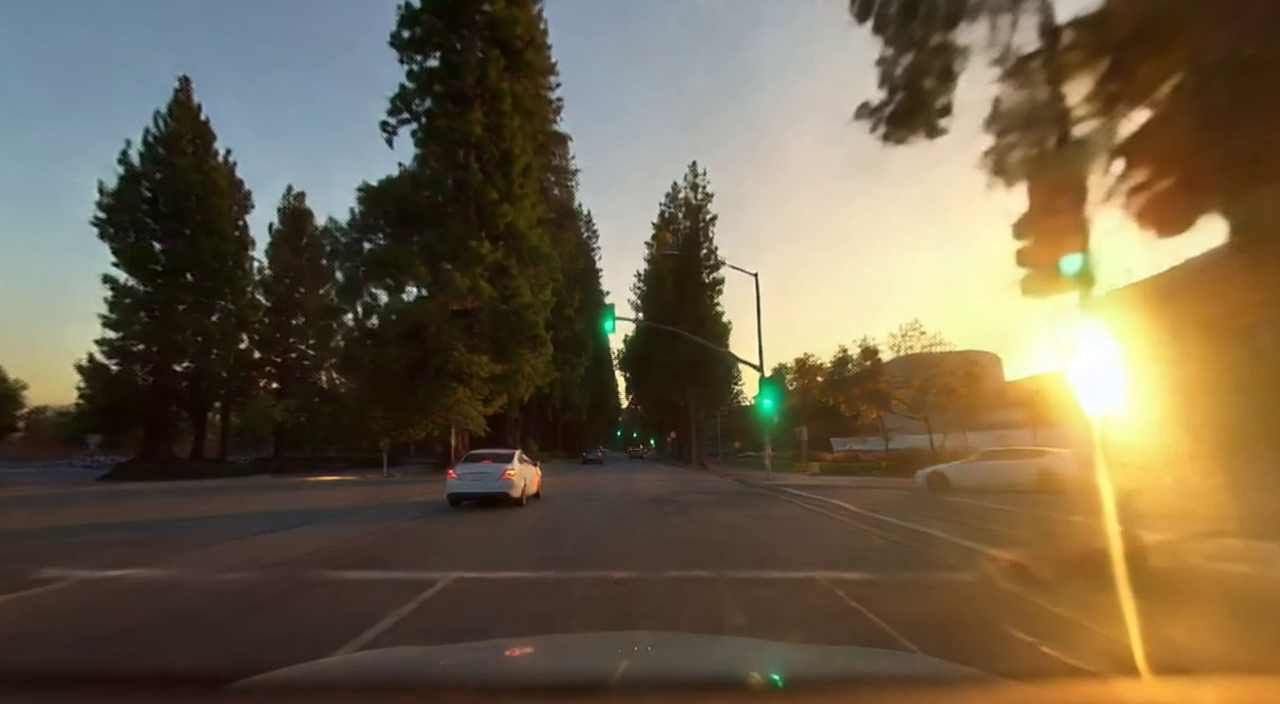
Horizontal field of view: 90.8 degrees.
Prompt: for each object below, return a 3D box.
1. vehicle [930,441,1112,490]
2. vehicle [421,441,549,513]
[{"bbox_3d":[12.076,3.605,20.214,4.632,1.473,1.889,1,-8,-3],"label":"vehicle"},{"bbox_3d":[-3.541,2.922,15.364,1.968,1.459,4.433,0,-8,0],"label":"vehicle"}]
